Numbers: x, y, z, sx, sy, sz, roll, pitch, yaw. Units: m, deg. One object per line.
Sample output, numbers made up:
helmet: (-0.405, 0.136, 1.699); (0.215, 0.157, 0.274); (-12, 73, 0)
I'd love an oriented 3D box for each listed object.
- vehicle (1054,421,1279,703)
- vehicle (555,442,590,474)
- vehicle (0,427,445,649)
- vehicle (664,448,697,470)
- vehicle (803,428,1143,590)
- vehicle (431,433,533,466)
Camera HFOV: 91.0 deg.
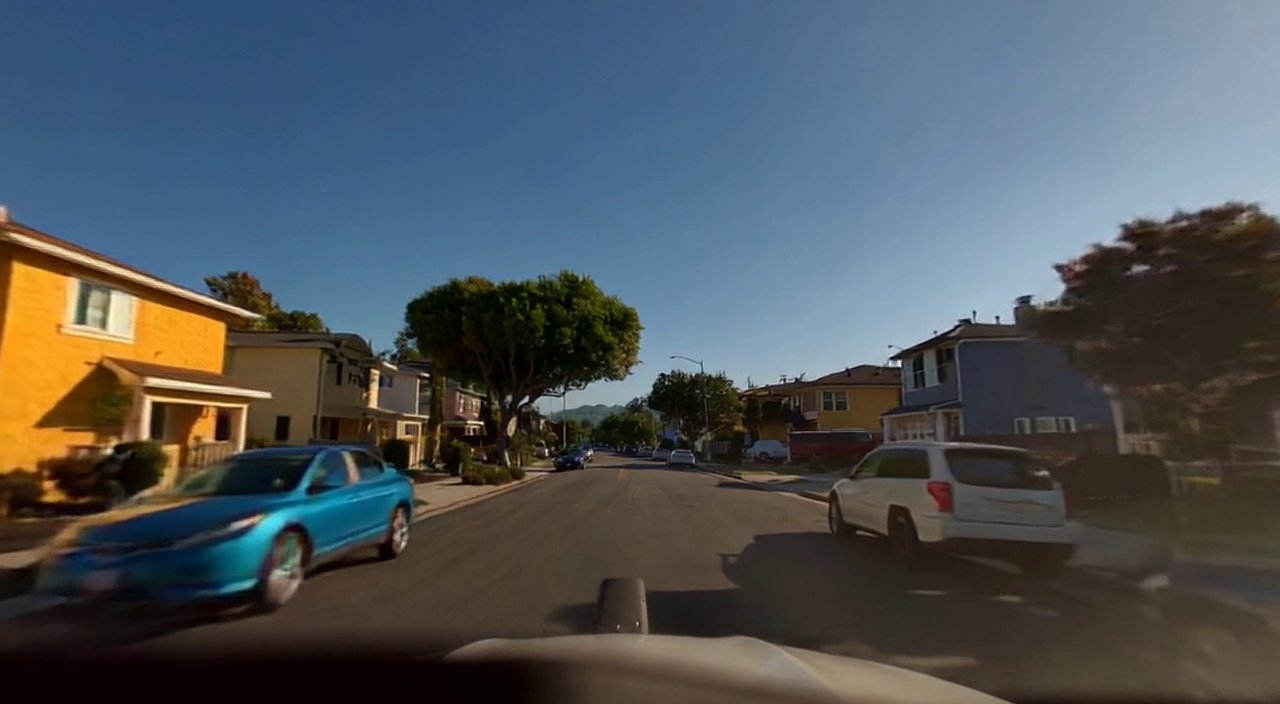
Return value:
vehicle: (3.417, 0.874, 1.462); (1.888, 1.484, 4.476); (0, -8, 1)
vehicle: (-4.691, 7.413, 44.322); (2.230, 1.782, 4.628); (0, -4, -4)
vehicle: (-3.873, 1.612, 6.822); (2.089, 1.508, 4.537); (2, -7, -1)
vehicle: (2.914, 7.855, 46.426); (1.869, 1.458, 4.324); (1, -8, -3)
vehicle: (3.755, 1.830, 8.300); (2.077, 1.512, 4.513); (0, -8, 1)
vehicle: (-9.755, 6.079, 39.364); (5.843, 1.985, 2.294); (1, -9, -6)
